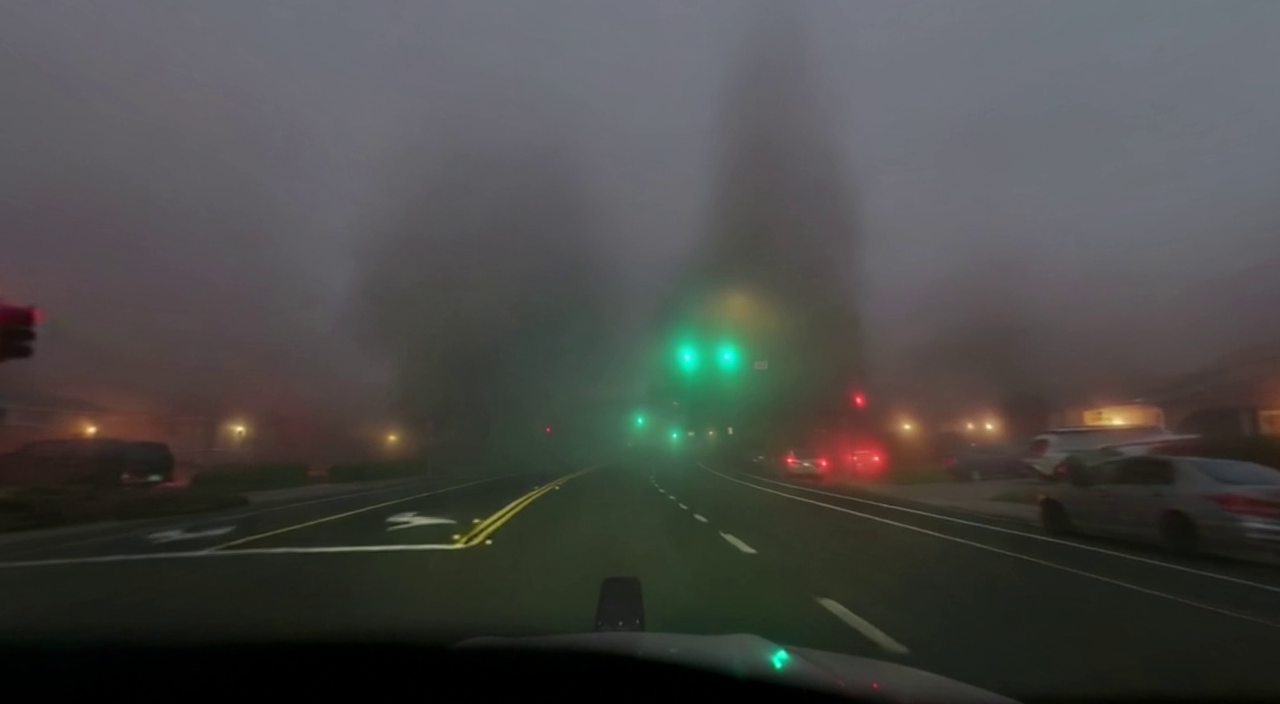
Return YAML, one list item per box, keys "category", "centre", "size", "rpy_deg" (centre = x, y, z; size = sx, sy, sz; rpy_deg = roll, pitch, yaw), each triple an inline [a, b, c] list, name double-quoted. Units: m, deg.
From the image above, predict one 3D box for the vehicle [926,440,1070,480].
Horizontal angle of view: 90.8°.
- category: "vehicle"
  centre: [13.692, 4.143, 24.374]
  size: [4.366, 1.457, 1.910]
  rpy_deg: [-1, -8, 3]

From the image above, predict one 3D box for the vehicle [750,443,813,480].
- category: "vehicle"
  centre: [7.023, 5.458, 31.781]
  size: [2.064, 1.498, 4.877]
  rpy_deg: [5, -8, 2]

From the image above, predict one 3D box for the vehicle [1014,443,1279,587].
- category: "vehicle"
  centre: [7.676, 2.073, 8.671]
  size: [1.934, 1.504, 4.928]
  rpy_deg: [4, -9, -3]

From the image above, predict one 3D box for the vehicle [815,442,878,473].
- category: "vehicle"
  centre: [10.936, 5.613, 33.795]
  size: [1.925, 1.490, 4.475]
  rpy_deg: [-1, -9, 2]

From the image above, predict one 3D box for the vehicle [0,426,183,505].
- category: "vehicle"
  centre: [-17.547, 3.389, 19.224]
  size: [5.096, 2.070, 2.687]
  rpy_deg: [2, -9, 2]
